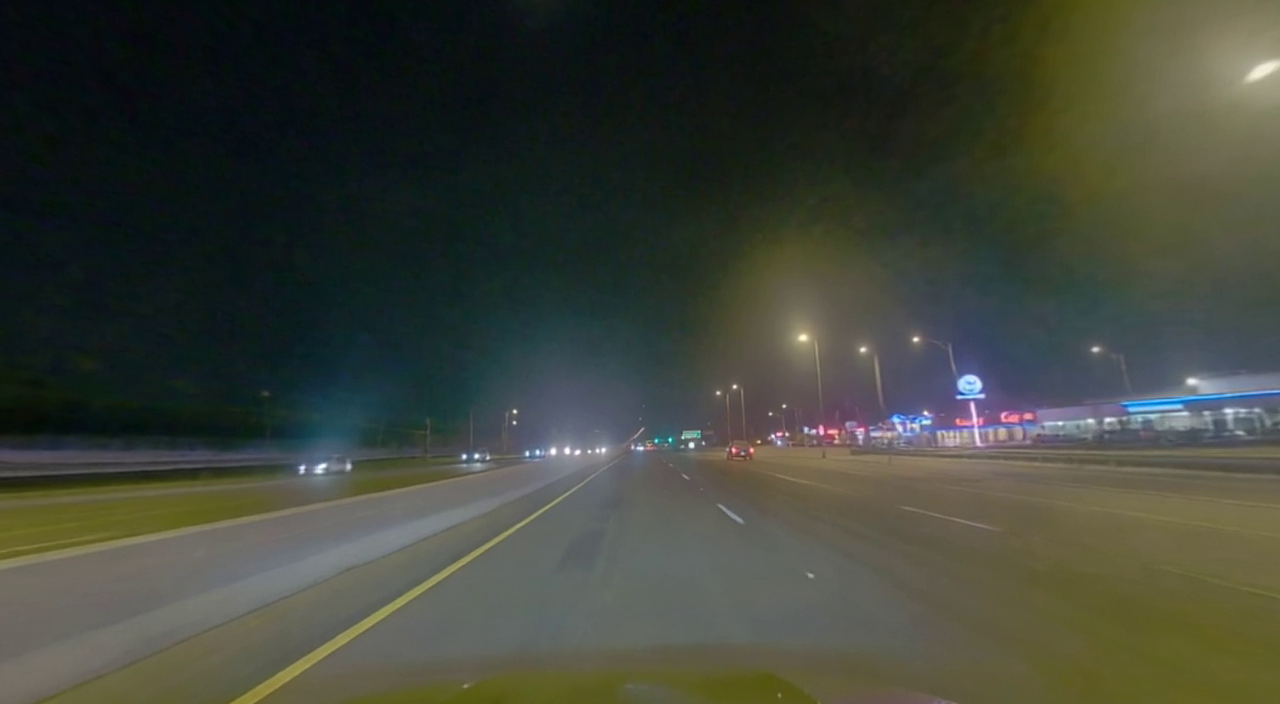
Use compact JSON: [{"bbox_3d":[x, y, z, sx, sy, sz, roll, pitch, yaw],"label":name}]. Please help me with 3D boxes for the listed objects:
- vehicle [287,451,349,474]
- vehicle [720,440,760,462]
[{"bbox_3d":[-23.051,7.899,45.108,1.860,1.464,4.608,0,-9,3],"label":"vehicle"},{"bbox_3d":[7.306,7.283,46.192,2.079,1.518,5.032,0,-9,0],"label":"vehicle"}]
